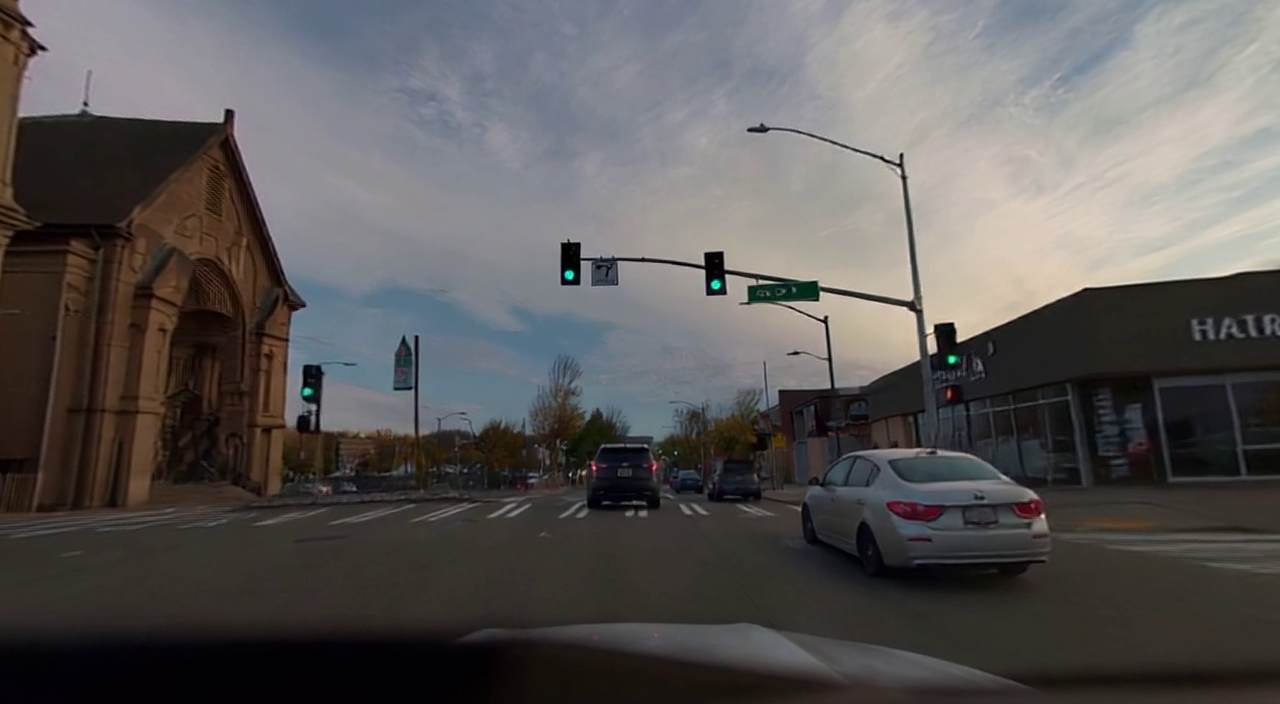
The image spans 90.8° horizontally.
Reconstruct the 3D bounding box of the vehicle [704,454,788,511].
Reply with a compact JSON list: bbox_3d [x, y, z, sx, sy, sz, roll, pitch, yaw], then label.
[{"bbox_3d":[3.135,3.937,19.549,1.890,1.491,4.166,0,-8,0],"label":"vehicle"}]

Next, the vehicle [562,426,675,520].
[{"bbox_3d":[-0.437,2.631,14.273,2.168,1.776,4.135,0,-8,-1],"label":"vehicle"}]

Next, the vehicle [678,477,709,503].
[{"bbox_3d":[4.087,10.400,47.732,2.027,1.771,4.470,-1,-11,9],"label":"vehicle"}]

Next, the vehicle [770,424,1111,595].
[{"bbox_3d":[3.100,1.708,7.805,1.883,1.472,4.471,1,-8,-2],"label":"vehicle"}]
